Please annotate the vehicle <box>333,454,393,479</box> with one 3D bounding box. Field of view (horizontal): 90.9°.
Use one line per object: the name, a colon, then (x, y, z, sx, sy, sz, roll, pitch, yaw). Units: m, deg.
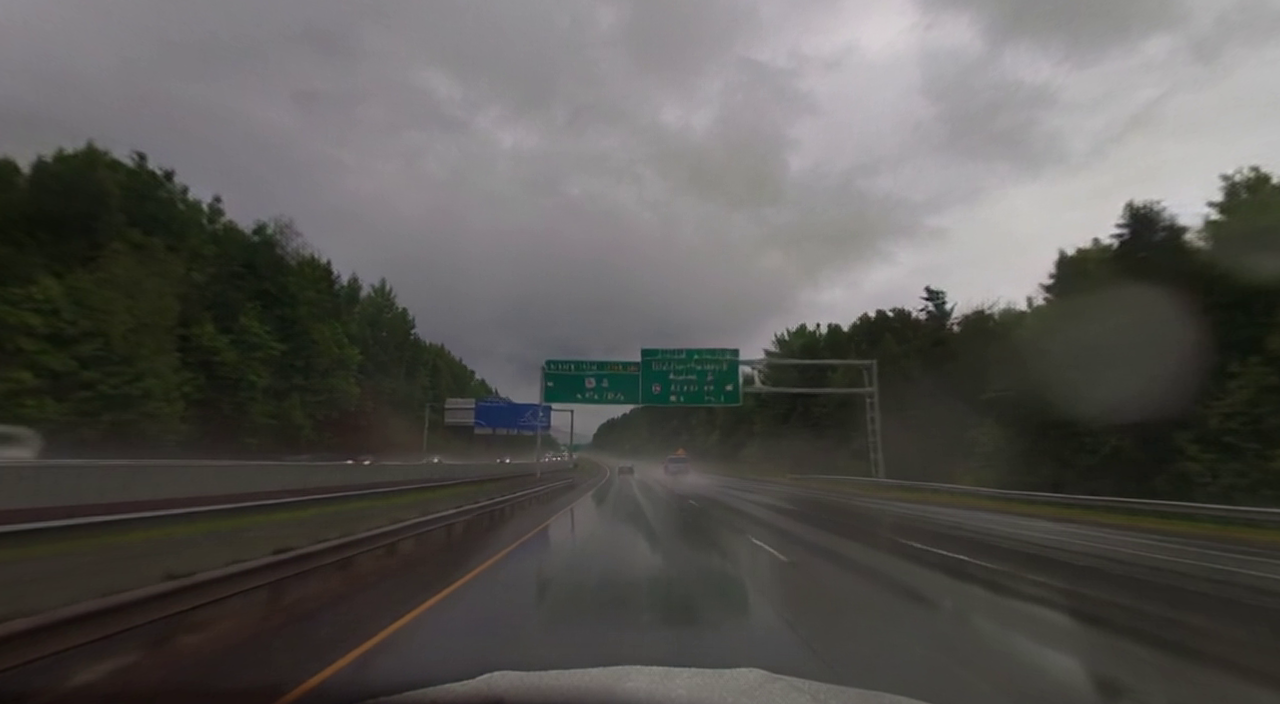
vehicle: (-18.363, 7.619, 41.983, 1.966, 1.552, 4.329, 1, -11, 0)
